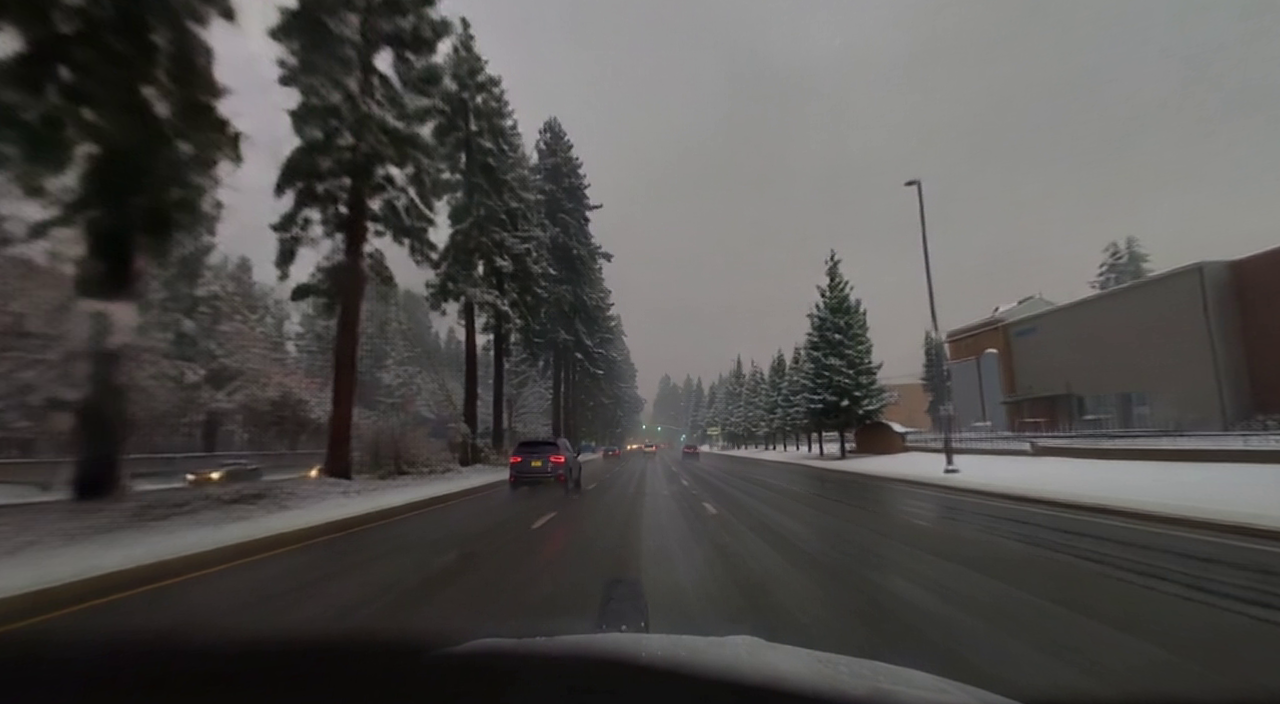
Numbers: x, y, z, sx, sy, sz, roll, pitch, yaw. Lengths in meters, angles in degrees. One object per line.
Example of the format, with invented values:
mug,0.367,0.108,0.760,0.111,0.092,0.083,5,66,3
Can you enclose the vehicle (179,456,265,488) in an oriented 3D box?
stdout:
vehicle,-24.144,6.933,36.641,1.830,1.663,4.537,0,-9,0

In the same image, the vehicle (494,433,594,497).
vehicle,-2.676,3.303,18.802,2.121,1.656,4.559,0,-9,2
